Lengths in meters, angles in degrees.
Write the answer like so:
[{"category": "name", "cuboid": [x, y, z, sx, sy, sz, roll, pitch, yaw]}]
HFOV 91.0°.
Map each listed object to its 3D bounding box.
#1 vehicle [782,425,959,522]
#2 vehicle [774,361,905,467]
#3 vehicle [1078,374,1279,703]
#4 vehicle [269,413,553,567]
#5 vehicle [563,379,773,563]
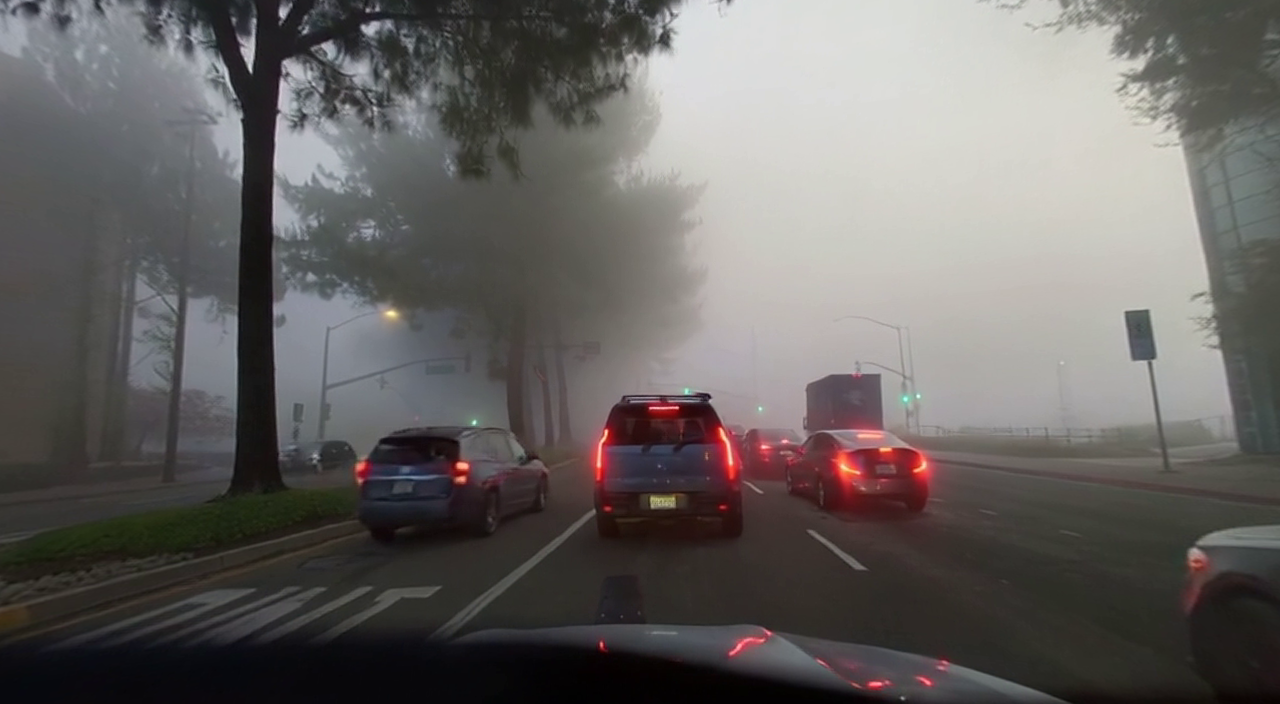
[{"category": "vehicle", "cuboid": [3.986, 2.158, 11.714, 1.862, 1.451, 4.083, 0, -8, 2]}, {"category": "vehicle", "cuboid": [8.283, 2.923, 27.690, 2.965, 3.900, 9.064, 0, -8, 1]}, {"category": "vehicle", "cuboid": [3.288, 0.662, 1.072, 2.109, 1.500, 4.585, -1, -8, 6]}, {"category": "vehicle", "cuboid": [-2.593, 1.678, 8.415, 2.010, 1.515, 4.152, 0, -8, 4]}, {"category": "vehicle", "cuboid": [0.433, 1.560, 8.884, 2.188, 1.892, 4.488, 0, -8, 4]}]
